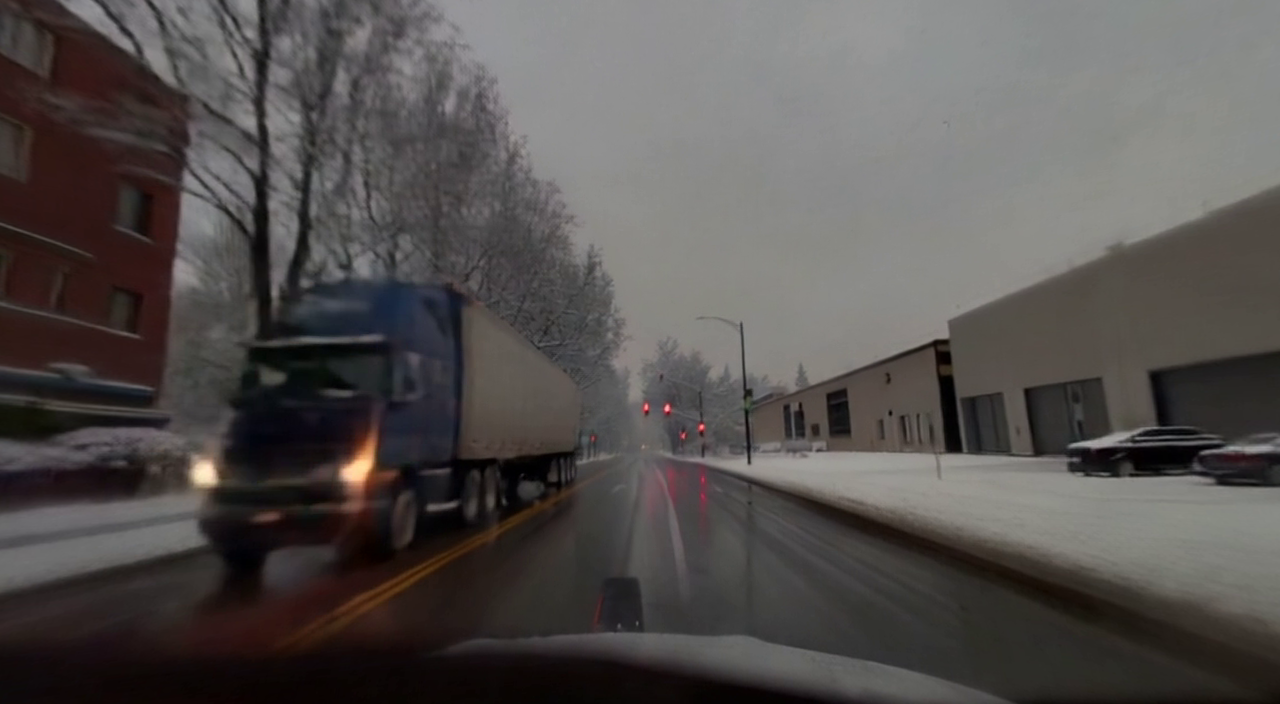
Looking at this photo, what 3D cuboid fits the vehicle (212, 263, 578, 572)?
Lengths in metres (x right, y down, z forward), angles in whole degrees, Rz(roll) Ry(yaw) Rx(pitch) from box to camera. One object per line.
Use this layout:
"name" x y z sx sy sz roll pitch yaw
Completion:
"vehicle" -4.141 2.022 16.505 3.160 4.343 15.392 -1 -9 1

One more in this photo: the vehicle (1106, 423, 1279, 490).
"vehicle" 17.102 3.126 18.622 4.763 1.808 2.135 1 -11 1
